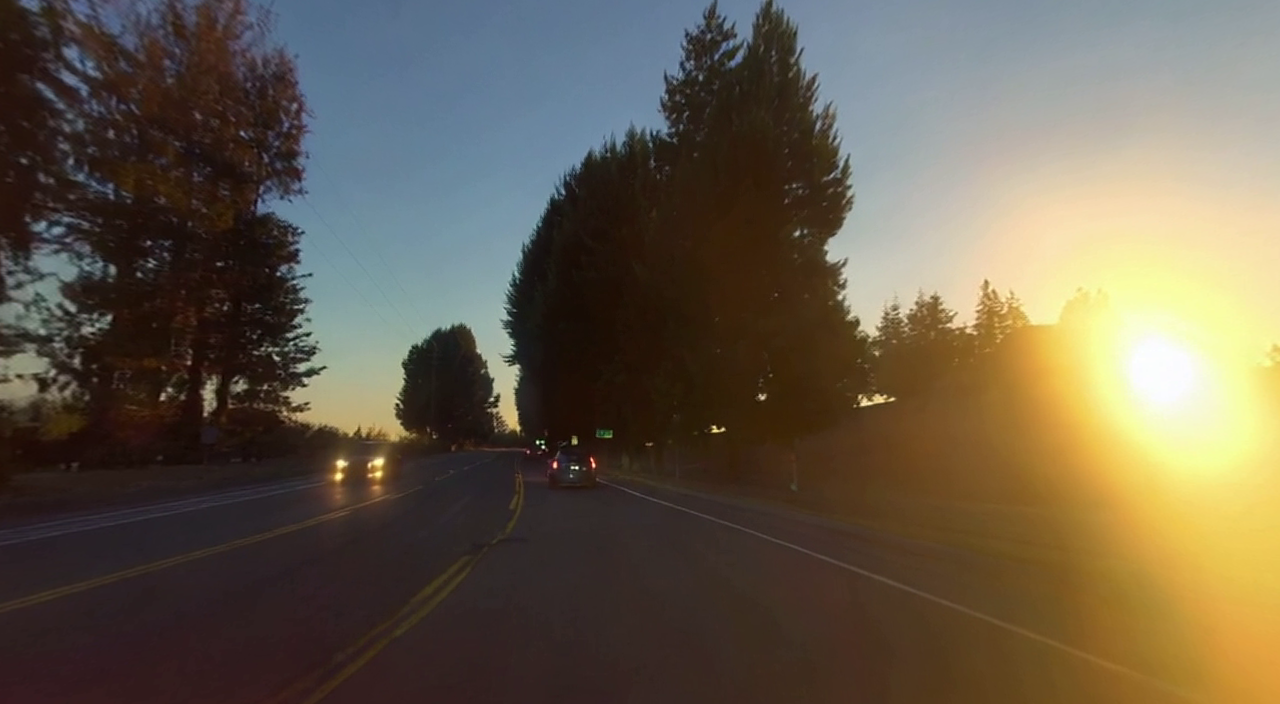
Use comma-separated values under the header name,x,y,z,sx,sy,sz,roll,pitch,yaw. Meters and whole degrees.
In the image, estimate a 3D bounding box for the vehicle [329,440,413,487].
name,x,y,z,sx,sy,sz,roll,pitch,yaw
vehicle,-10.129,4.199,24.041,1.894,1.621,3.900,1,-9,-8

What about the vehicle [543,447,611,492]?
name,x,y,z,sx,sy,sz,roll,pitch,yaw
vehicle,-2.479,4.359,23.777,2.296,1.510,4.068,1,-9,-9
